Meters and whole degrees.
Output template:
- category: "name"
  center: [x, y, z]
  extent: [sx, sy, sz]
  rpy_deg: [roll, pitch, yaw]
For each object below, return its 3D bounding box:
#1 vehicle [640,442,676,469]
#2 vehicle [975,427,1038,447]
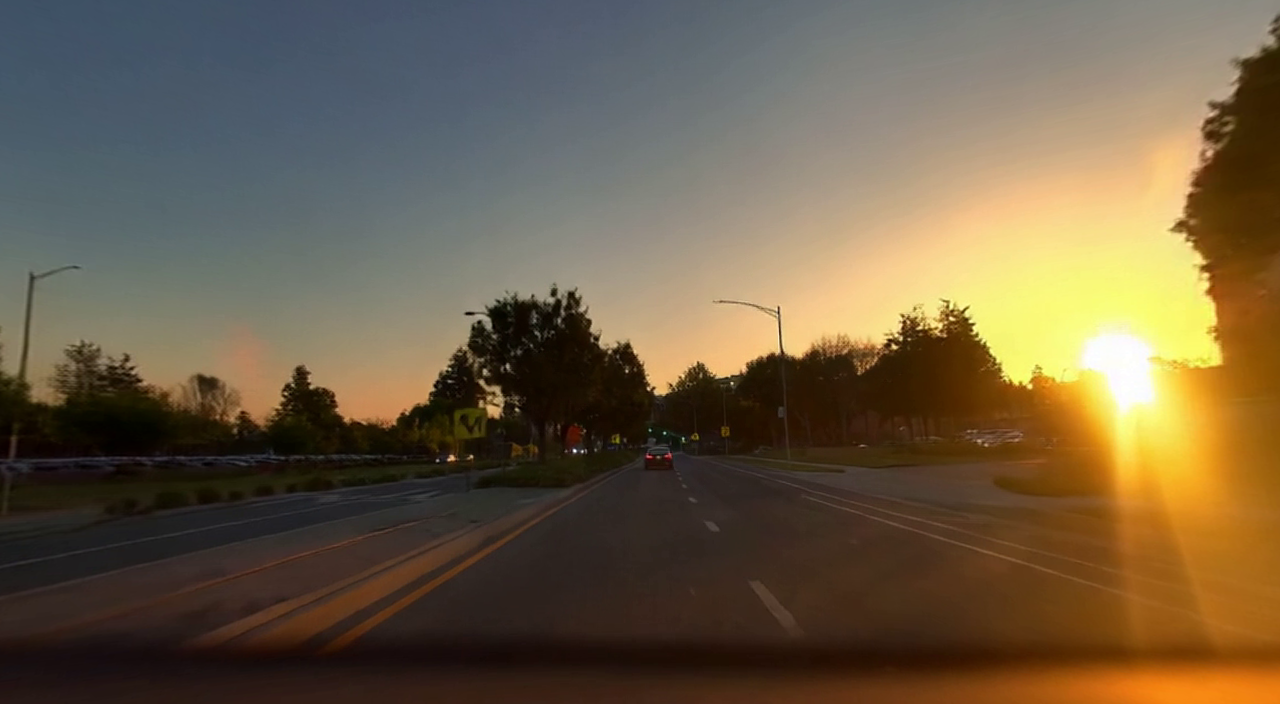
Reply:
- category: "vehicle"
  center: [1.136, 6.709, 41.005]
  extent: [2.158, 1.600, 3.865]
  rpy_deg: [-1, -9, 1]
- category: "vehicle"
  center: [28.670, 6.715, 49.597]
  extent: [1.847, 1.451, 4.470]
  rpy_deg: [1, -8, -7]
